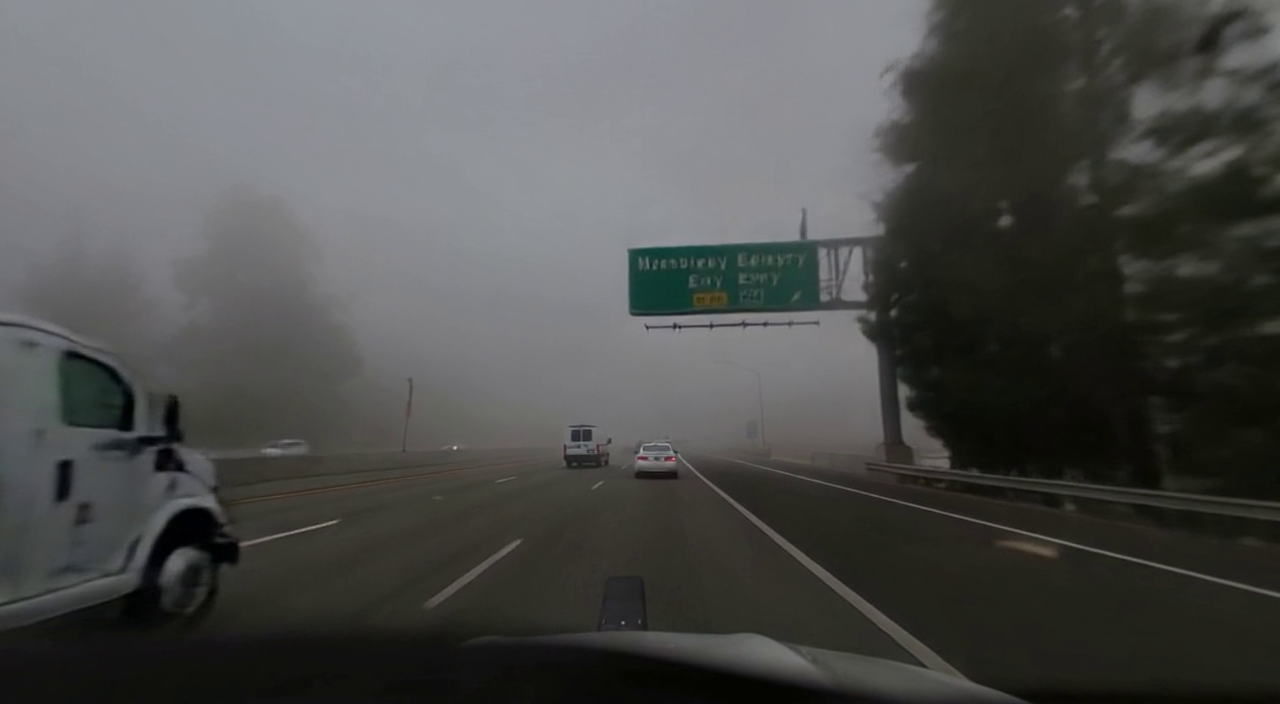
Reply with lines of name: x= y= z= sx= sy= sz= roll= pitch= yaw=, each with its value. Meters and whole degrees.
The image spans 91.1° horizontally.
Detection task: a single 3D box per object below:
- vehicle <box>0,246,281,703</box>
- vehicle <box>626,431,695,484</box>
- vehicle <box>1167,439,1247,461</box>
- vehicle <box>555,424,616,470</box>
vehicle: x=-3.900 y=0.476 z=1.901 sx=2.292 sy=2.070 sz=5.532 roll=0 pitch=-8 yaw=0
vehicle: x=0.673 y=3.676 z=22.146 sx=2.165 sy=1.653 sz=4.456 roll=0 pitch=-8 yaw=1
vehicle: x=38.910 y=6.699 z=43.180 sx=1.757 sy=1.441 sz=3.590 roll=2 pitch=-9 yaw=-13
vehicle: x=-2.654 y=4.867 z=32.288 sx=2.526 sy=2.146 sz=5.594 roll=0 pitch=-8 yaw=1
